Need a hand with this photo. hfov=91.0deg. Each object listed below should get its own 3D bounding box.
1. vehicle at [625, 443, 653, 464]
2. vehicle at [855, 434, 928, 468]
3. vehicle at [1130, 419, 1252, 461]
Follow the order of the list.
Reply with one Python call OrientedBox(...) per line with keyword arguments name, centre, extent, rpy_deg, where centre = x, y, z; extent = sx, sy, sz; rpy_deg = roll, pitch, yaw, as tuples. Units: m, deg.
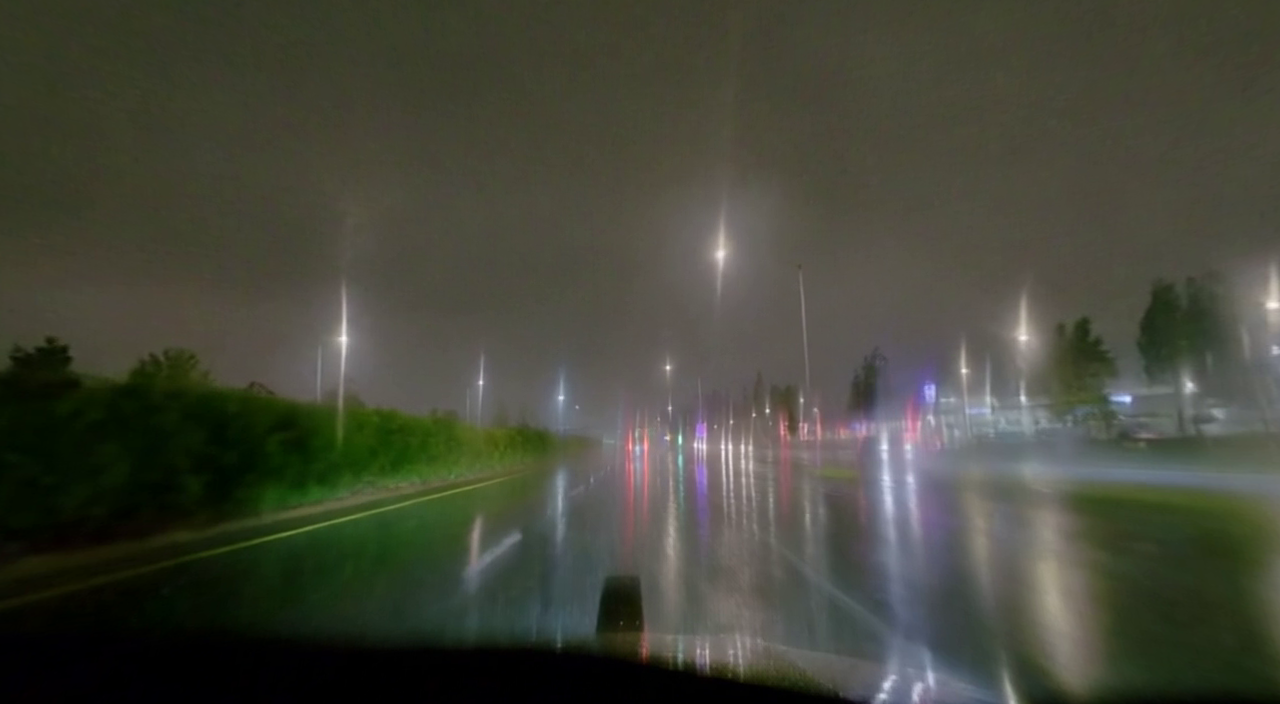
OrientedBox(name="vehicle", centre=(-0.117, 8.011, 49.950), extent=(2.110, 1.555, 4.431), rpy_deg=(0, -9, -1))
OrientedBox(name="vehicle", centre=(15.876, 6.313, 40.121), extent=(2.331, 1.988, 5.665), rpy_deg=(0, -9, 0))
OrientedBox(name="vehicle", centre=(39.950, 6.424, 45.772), extent=(6.500, 2.952, 2.604), rpy_deg=(1, -9, -4))
